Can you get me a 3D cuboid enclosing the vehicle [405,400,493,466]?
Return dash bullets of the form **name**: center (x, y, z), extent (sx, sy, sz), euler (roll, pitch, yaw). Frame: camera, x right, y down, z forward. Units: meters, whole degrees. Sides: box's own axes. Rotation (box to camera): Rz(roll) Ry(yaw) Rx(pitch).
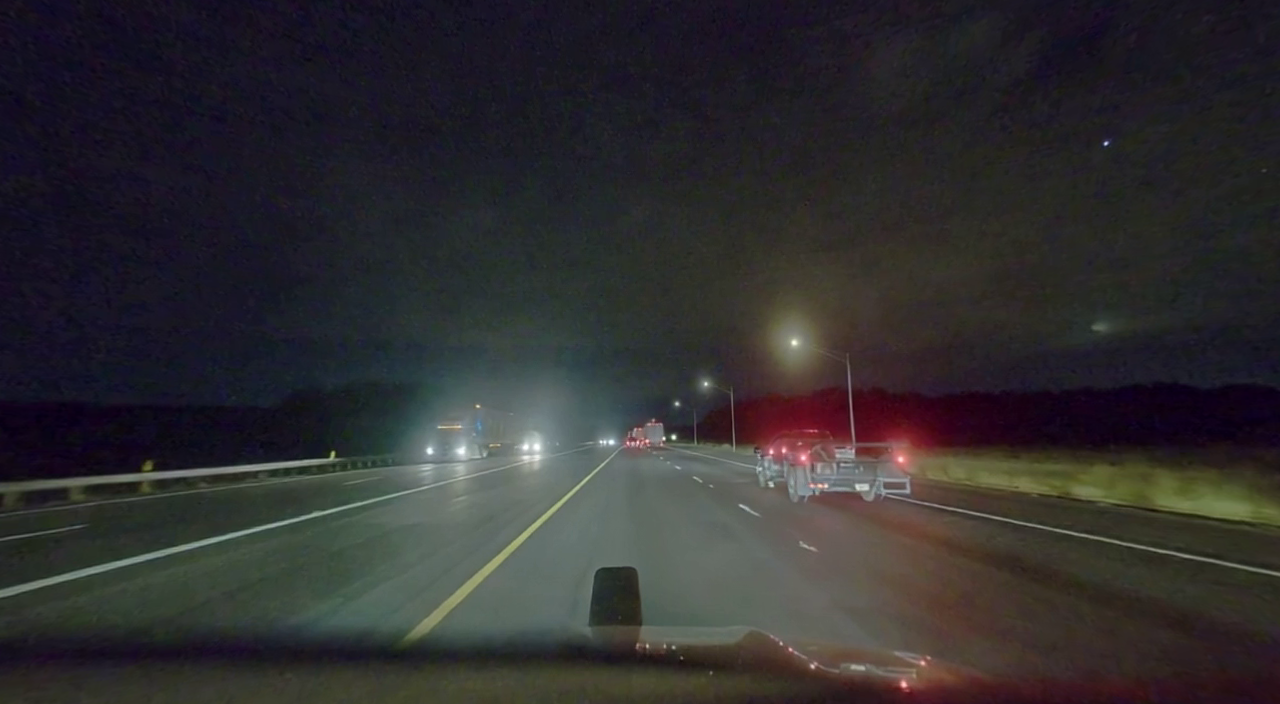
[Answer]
- **vehicle**: center (-12.909, 5.635, 43.669), extent (2.979, 3.983, 10.131), euler (0, -8, -1)
